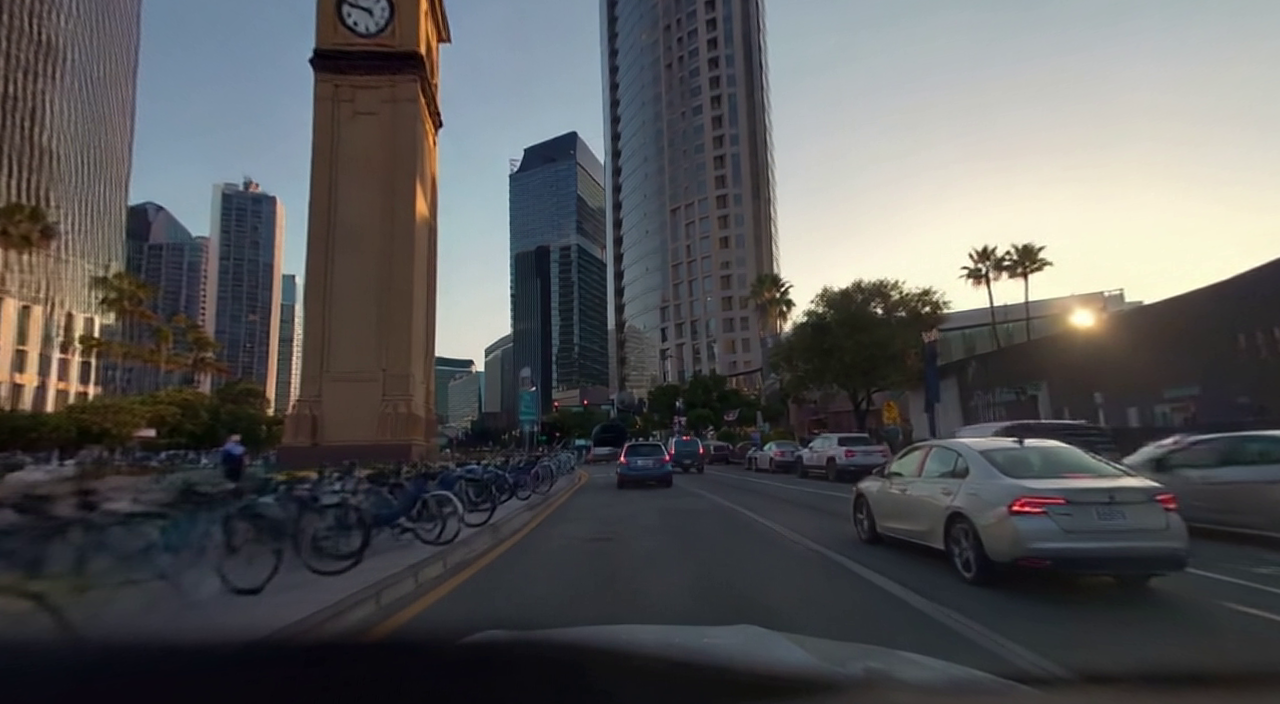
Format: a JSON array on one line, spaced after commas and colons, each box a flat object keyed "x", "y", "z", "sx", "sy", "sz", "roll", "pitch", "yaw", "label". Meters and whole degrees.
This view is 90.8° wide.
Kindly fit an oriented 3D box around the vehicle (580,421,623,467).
[{"x": -2.733, "y": 6.345, "z": 43.410, "sx": 2.400, "sy": 2.872, "sz": 6.053, "roll": 1, "pitch": -9, "yaw": -8, "label": "vehicle"}]

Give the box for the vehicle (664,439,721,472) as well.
[{"x": 2.638, "y": 5.372, "z": 32.873, "sx": 1.981, "sy": 1.572, "sz": 4.718, "roll": 1, "pitch": -9, "yaw": -8, "label": "vehicle"}]

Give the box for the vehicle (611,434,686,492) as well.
[{"x": 0.158, "y": 3.449, "z": 19.896, "sx": 2.111, "sy": 1.605, "sz": 3.832, "roll": 0, "pitch": -9, "yaw": -3, "label": "vehicle"}]

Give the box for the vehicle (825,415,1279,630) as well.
[{"x": 3.898, "y": 1.577, "z": 6.935, "sx": 2.116, "sy": 1.500, "sz": 4.702, "roll": 0, "pitch": -9, "yaw": -3, "label": "vehicle"}]

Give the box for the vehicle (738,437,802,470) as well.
[{"x": 6.986, "y": 5.516, "z": 34.449, "sx": 2.067, "sy": 1.641, "sz": 4.569, "roll": 0, "pitch": -9, "yaw": -6, "label": "vehicle"}]
